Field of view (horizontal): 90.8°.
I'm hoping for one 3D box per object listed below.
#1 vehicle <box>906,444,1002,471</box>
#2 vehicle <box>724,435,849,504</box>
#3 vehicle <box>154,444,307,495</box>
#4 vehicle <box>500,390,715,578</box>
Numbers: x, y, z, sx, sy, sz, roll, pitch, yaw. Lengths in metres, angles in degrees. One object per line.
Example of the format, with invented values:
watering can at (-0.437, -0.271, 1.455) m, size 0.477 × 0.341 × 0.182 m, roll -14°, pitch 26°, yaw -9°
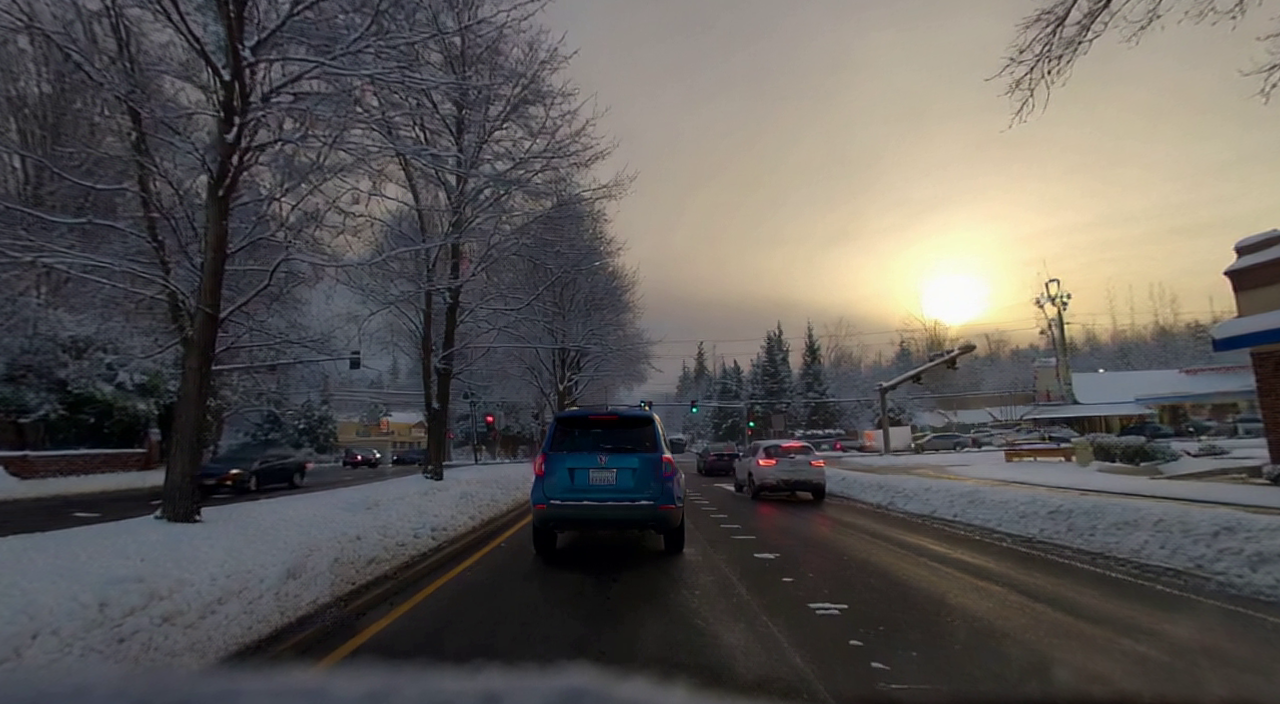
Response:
vehicle at (17.205, 5.782, 34.772) m, size 4.290 × 1.427 × 1.751 m, roll 0°, pitch -9°, yaw 2°
vehicle at (3.655, 3.026, 16.761) m, size 2.098 × 1.555 × 4.778 m, roll 0°, pitch -9°, yaw -1°
vehicle at (-12.975, 3.719, 20.448) m, size 1.983 × 1.460 × 4.456 m, roll 0°, pitch -9°, yaw 0°
vehicle at (-0.297, 1.646, 8.630) m, size 2.096 × 1.837 × 4.687 m, roll 0°, pitch -9°, yaw 1°
